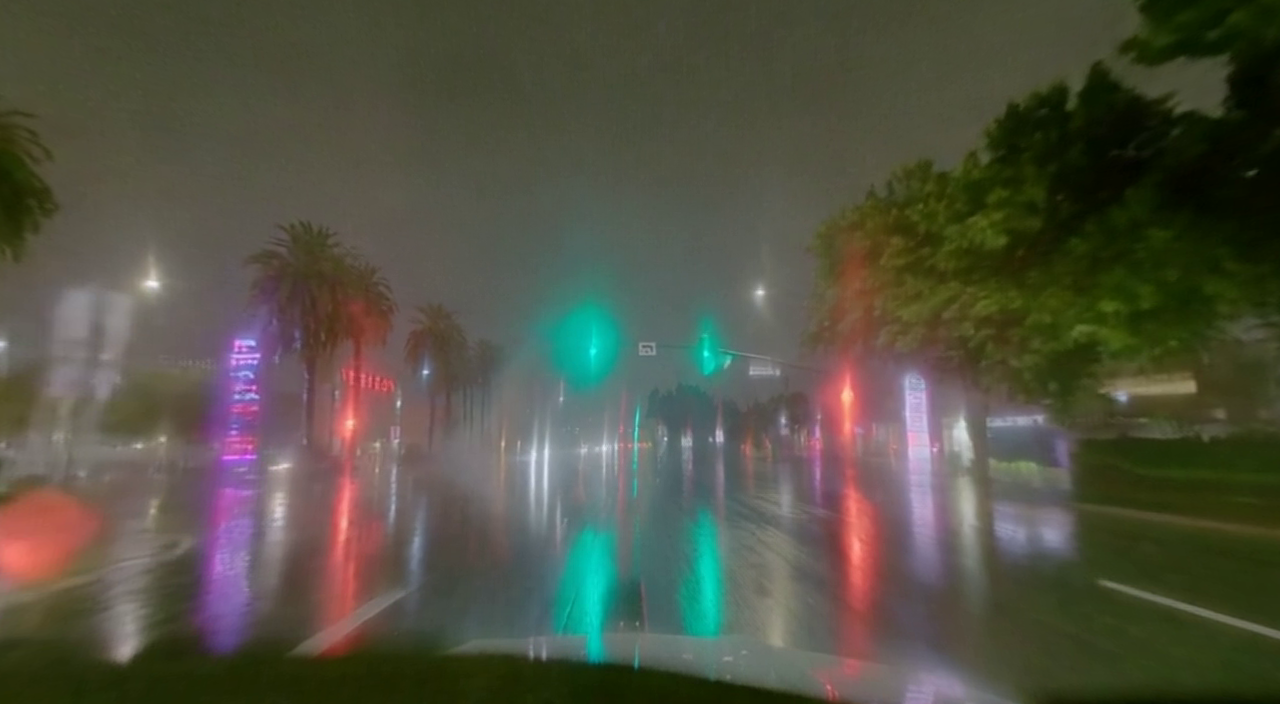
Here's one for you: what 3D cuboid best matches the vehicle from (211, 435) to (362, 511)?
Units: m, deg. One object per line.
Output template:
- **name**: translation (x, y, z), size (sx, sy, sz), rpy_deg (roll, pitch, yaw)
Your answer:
- **vehicle**: translation (-8.936, 2.960, 15.874), size (3.885, 1.639, 1.990), rpy_deg (-7, -11, 40)
